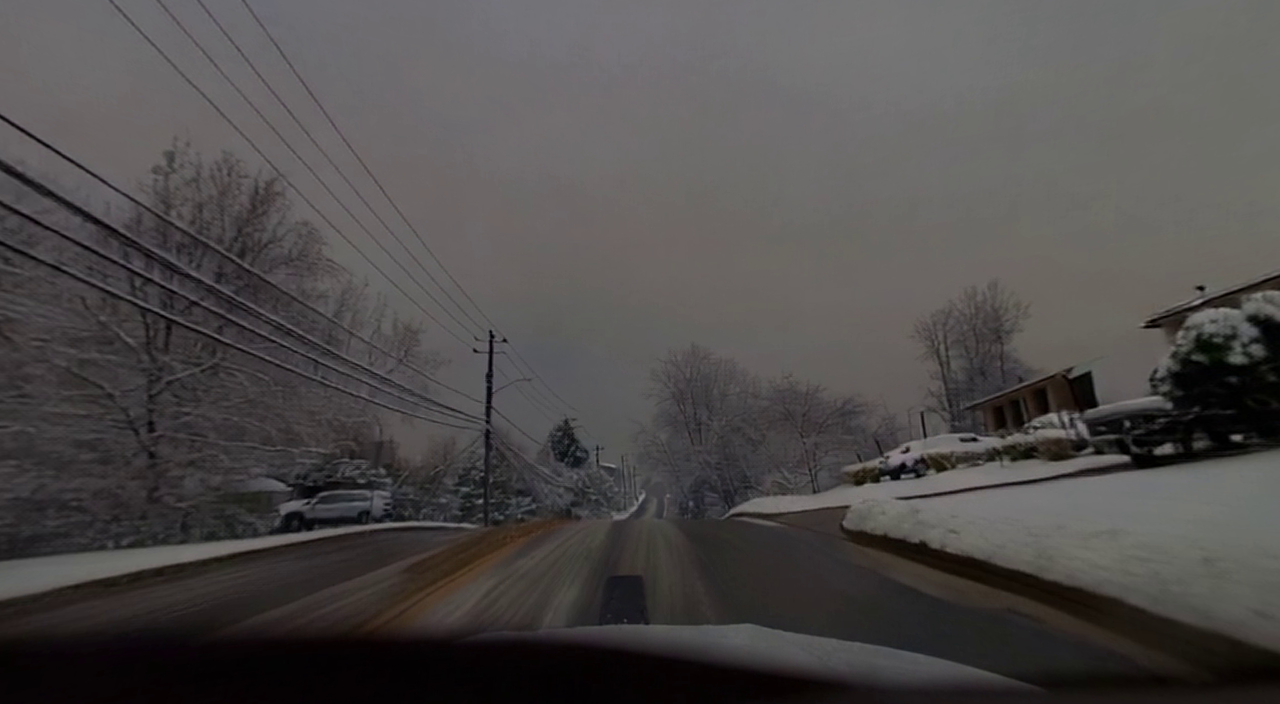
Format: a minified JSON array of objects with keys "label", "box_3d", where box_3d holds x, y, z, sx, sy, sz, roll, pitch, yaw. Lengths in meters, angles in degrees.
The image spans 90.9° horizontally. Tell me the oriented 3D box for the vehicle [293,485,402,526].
[{"label":"vehicle","box_3d":[-16.638,8.773,36.430,2.301,2.081,6.706,-3,-12,8]}]
